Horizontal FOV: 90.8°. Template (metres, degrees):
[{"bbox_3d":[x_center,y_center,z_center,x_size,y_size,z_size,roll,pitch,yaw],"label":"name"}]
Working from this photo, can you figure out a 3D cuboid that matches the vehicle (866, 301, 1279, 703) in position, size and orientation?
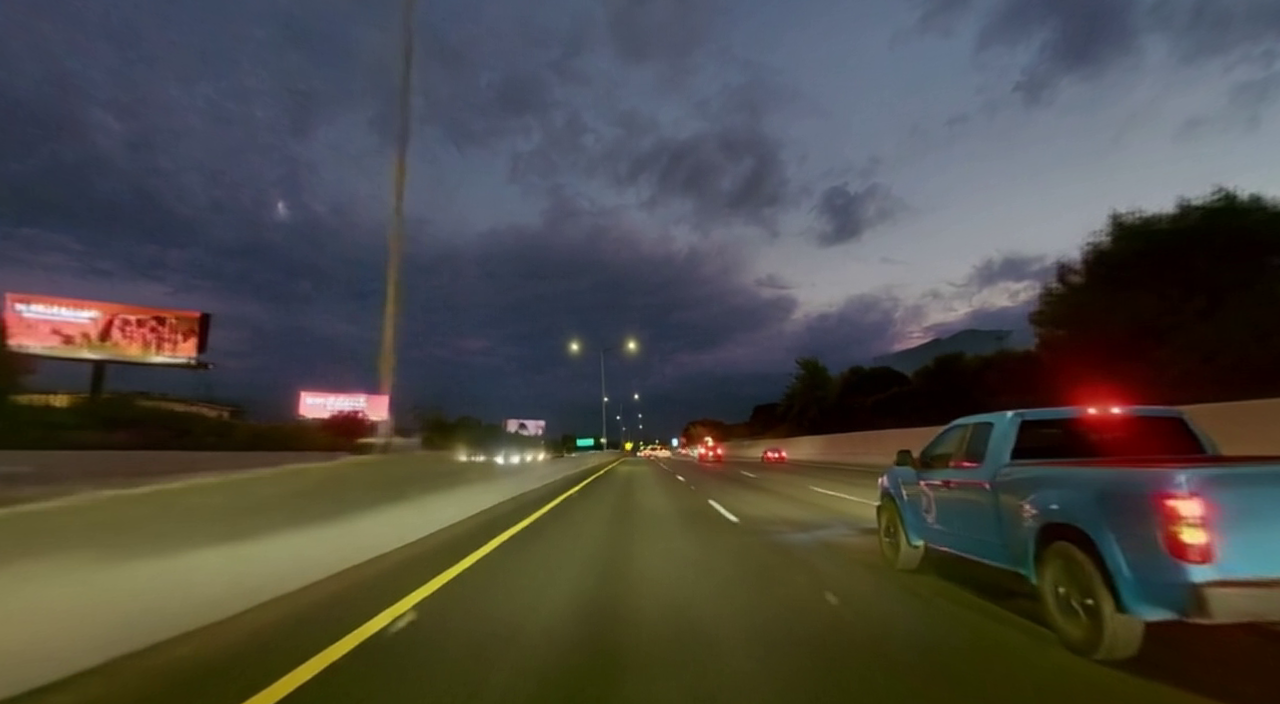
[{"bbox_3d":[3.143,0.927,3.701,1.973,1.710,4.476,0,-9,0],"label":"vehicle"}]

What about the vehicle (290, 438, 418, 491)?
[{"bbox_3d":[-11.079,4.389,25.109,2.327,1.801,5.846,0,-9,0],"label":"vehicle"}]
